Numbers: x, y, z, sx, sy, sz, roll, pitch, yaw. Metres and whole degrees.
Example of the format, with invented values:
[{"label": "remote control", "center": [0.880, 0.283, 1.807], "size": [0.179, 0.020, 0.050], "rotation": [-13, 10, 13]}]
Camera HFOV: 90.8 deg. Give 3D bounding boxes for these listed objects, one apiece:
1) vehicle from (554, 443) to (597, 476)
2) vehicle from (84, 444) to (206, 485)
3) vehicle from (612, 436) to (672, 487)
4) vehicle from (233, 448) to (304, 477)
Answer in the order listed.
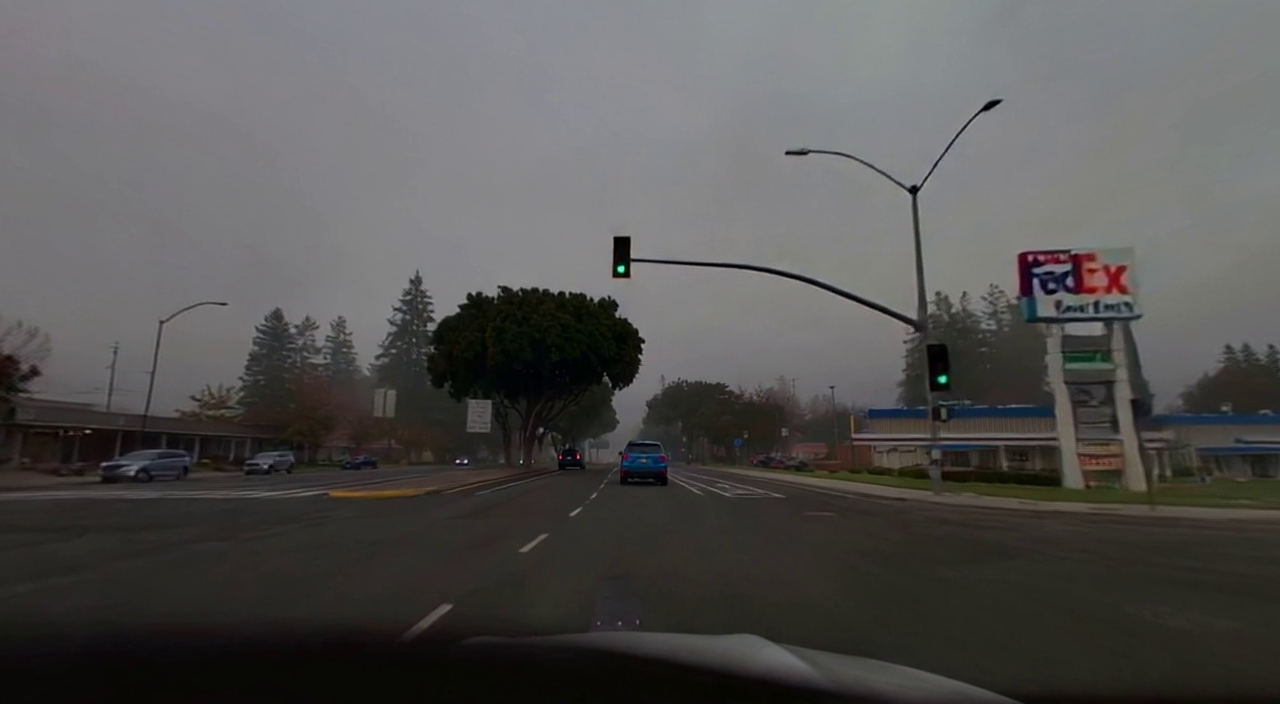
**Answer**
[{"label": "vehicle", "center": [-3.924, 6.632, 39.246], "size": [2.202, 1.856, 4.516], "rotation": [0, -8, -1]}, {"label": "vehicle", "center": [-25.692, 5.814, 33.122], "size": [2.182, 1.906, 5.364], "rotation": [0, -8, -3]}, {"label": "vehicle", "center": [0.035, 4.565, 26.741], "size": [2.273, 1.909, 5.075], "rotation": [0, -8, -1]}, {"label": "vehicle", "center": [-26.157, 7.766, 44.727], "size": [2.111, 1.839, 4.932], "rotation": [0, -8, -2]}]
